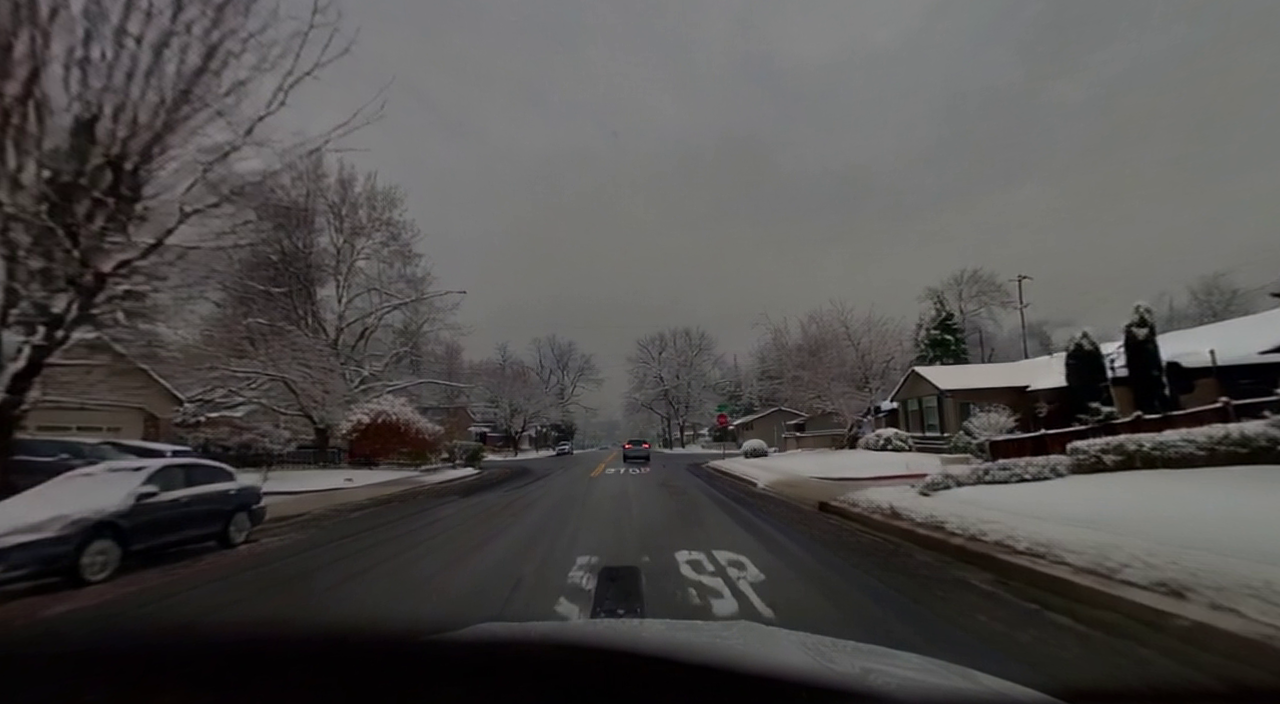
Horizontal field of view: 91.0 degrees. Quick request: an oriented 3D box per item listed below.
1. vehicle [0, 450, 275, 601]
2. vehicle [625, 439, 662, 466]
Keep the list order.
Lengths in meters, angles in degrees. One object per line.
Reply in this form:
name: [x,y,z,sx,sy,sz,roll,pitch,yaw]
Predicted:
vehicle: [-6.956,2.085,8.440,1.789,1.481,3.957,0,-9,-1]
vehicle: [0.201,5.841,36.637,2.043,1.484,4.340,0,-9,0]
